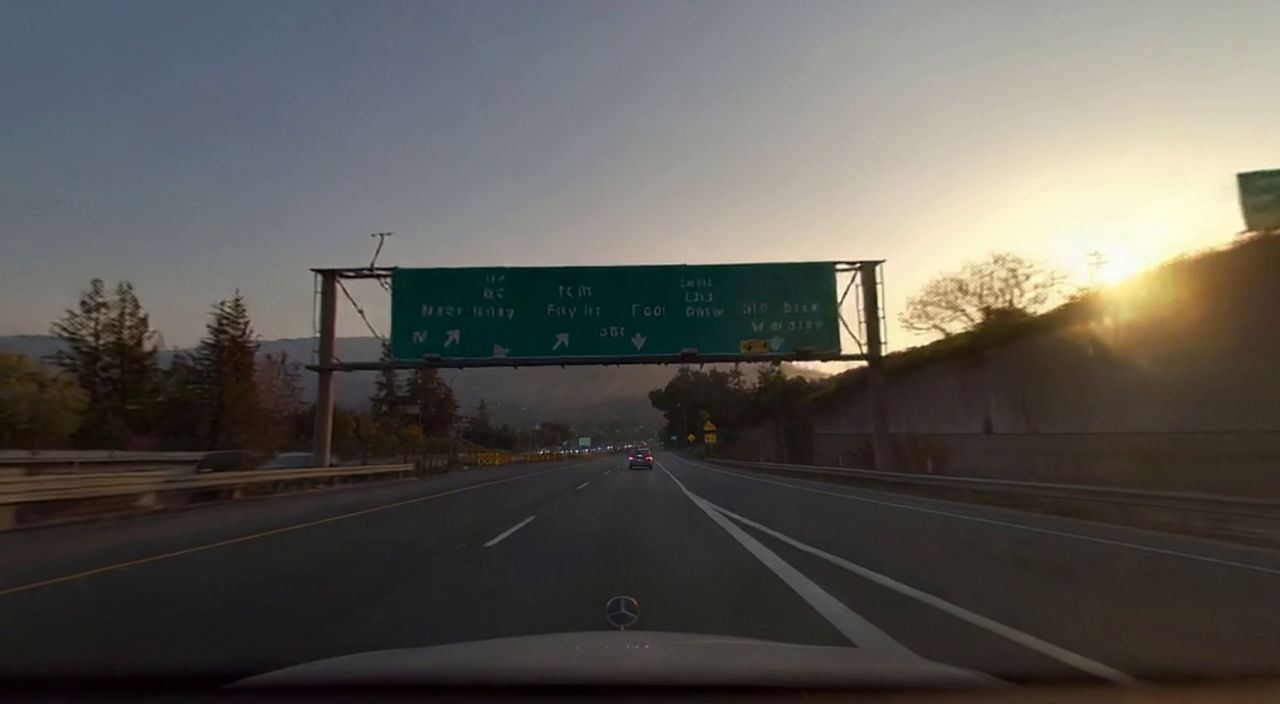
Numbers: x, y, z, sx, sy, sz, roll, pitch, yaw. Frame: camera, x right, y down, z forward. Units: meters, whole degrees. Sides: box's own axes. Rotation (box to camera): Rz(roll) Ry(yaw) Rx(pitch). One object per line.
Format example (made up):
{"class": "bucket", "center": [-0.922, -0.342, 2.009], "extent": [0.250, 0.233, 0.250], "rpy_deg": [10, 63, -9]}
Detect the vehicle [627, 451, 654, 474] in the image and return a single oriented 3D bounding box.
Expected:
{"class": "vehicle", "center": [0.066, 7.184, 41.208], "extent": [1.695, 1.437, 3.506], "rpy_deg": [0, -9, 1]}

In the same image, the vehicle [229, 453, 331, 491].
{"class": "vehicle", "center": [-15.721, 5.232, 27.875], "extent": [1.913, 1.507, 4.426], "rpy_deg": [0, -9, 0]}
